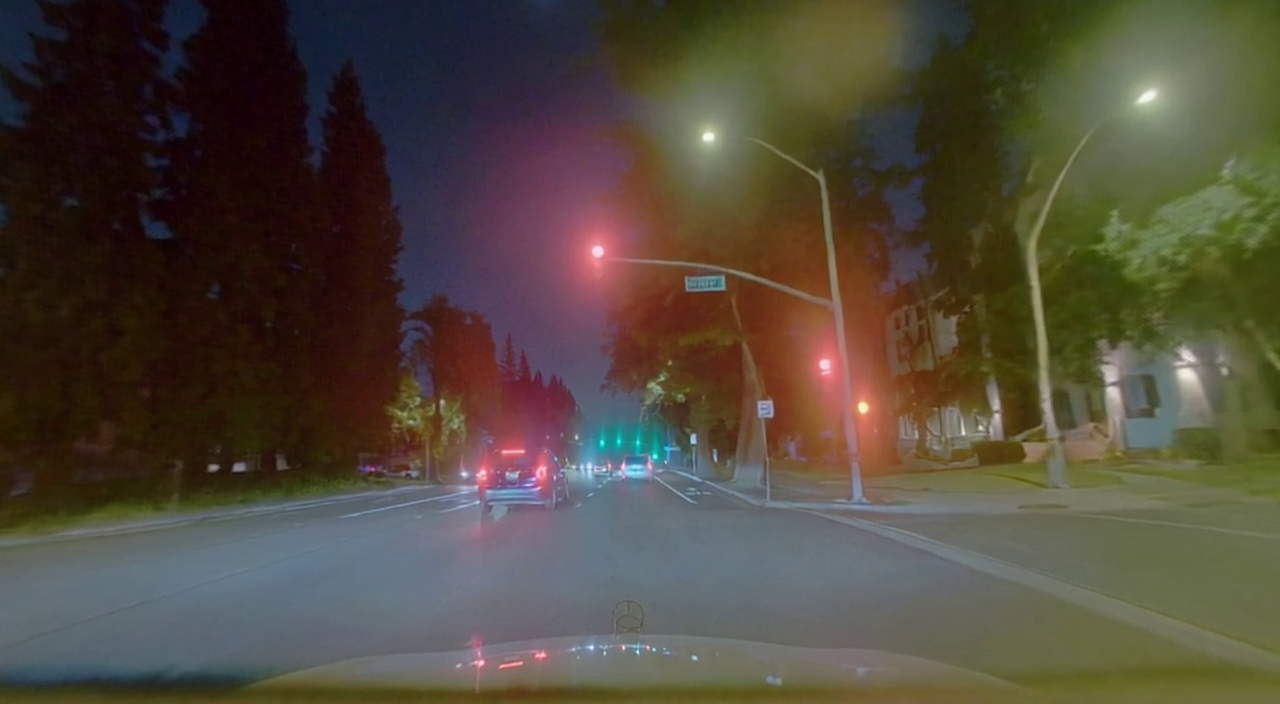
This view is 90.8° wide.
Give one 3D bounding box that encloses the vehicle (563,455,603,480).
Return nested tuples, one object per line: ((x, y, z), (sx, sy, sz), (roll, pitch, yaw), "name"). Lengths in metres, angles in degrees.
((-3.776, 7.774, 42.737), (2.268, 1.522, 4.350), (0, -8, 0), "vehicle")

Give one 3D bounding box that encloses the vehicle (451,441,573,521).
((-3.119, 3.227, 16.482), (2.157, 1.771, 4.452), (0, -8, 1), "vehicle")

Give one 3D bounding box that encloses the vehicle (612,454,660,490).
((-0.164, 5.521, 29.351), (2.062, 1.518, 3.901), (0, -8, 0), "vehicle")
